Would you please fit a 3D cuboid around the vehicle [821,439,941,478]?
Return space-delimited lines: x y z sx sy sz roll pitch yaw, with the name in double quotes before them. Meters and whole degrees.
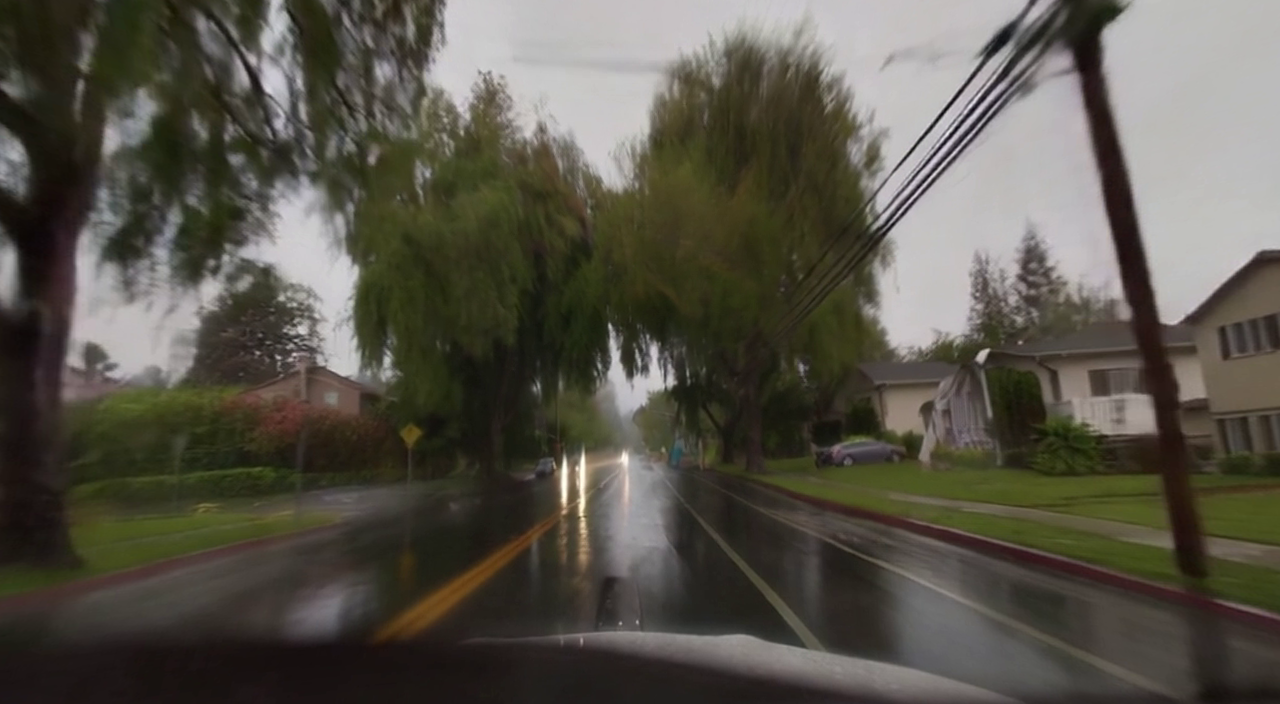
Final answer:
"vehicle" 11.060 4.991 29.437 1.904 1.626 5.012 7 -12 -31
